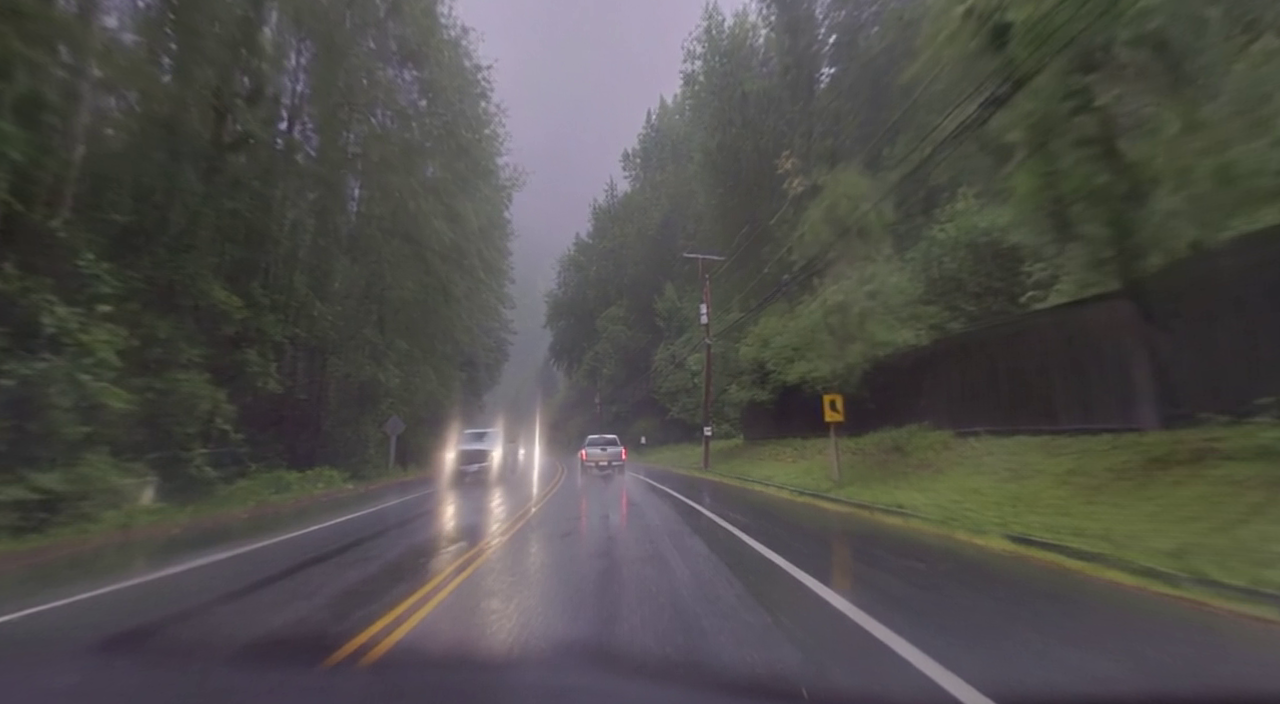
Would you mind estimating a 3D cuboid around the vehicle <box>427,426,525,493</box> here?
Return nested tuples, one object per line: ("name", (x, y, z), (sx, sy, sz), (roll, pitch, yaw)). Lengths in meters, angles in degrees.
("vehicle", (-5.448, 3.650, 21.797), (2.374, 1.989, 4.909), (0, -8, -4))

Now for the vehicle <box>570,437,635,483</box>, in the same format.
("vehicle", (-1.681, 4.722, 28.085), (2.631, 1.798, 5.331), (0, -8, -4))
